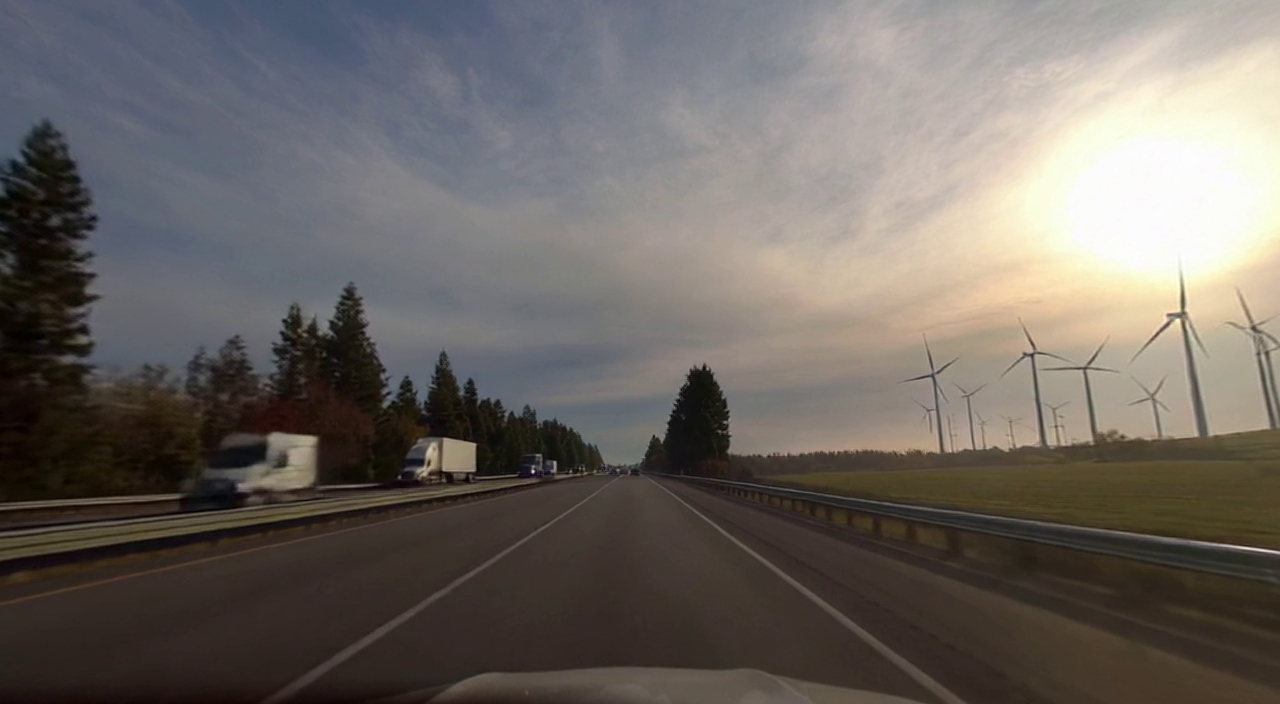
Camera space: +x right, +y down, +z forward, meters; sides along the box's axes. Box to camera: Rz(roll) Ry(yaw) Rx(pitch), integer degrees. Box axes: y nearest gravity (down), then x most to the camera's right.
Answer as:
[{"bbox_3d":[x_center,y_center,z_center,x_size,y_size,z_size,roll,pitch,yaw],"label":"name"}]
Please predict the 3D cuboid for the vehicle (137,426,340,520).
[{"bbox_3d":[-11.864,3.687,19.377,2.421,2.406,5.665,0,-11,0],"label":"vehicle"}]
